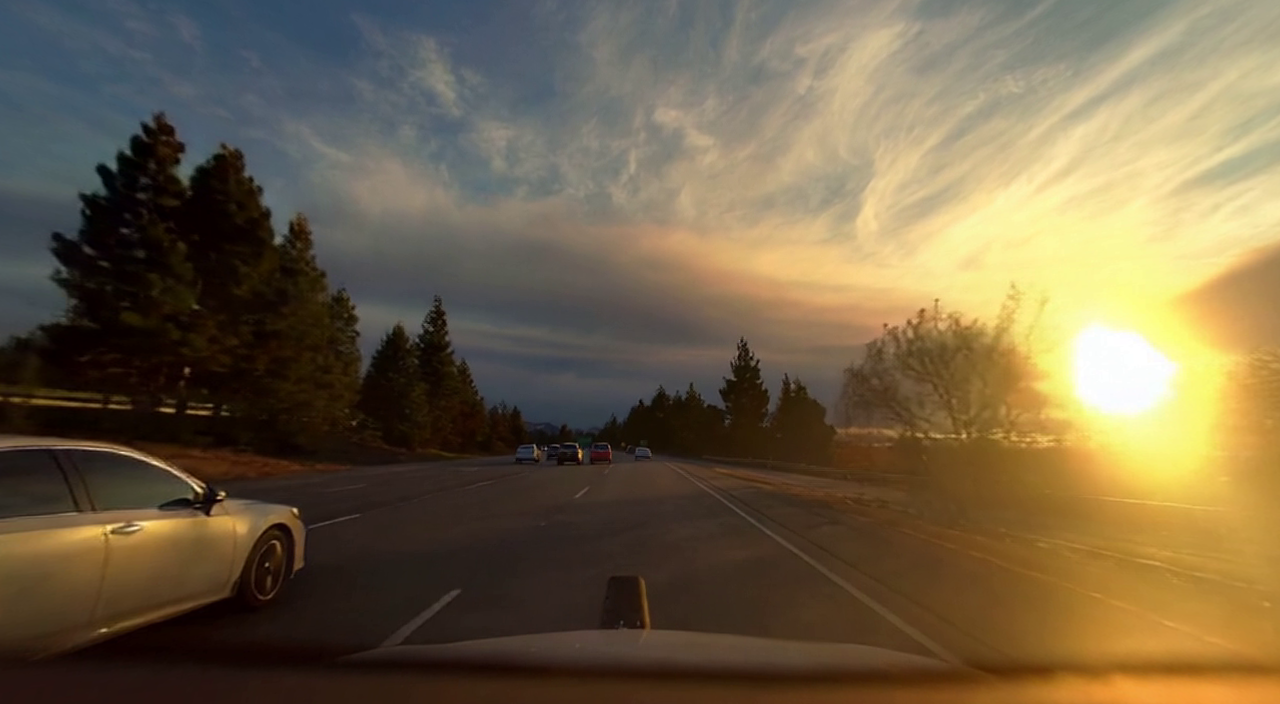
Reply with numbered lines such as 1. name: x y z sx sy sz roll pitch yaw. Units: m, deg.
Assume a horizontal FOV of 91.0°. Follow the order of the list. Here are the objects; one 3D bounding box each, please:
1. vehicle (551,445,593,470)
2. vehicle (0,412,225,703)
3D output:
1. vehicle: -4.094 6.439 38.604 2.120 1.458 4.031 0 -9 0
2. vehicle: -3.837 0.900 2.003 1.965 1.485 4.460 0 -9 0
